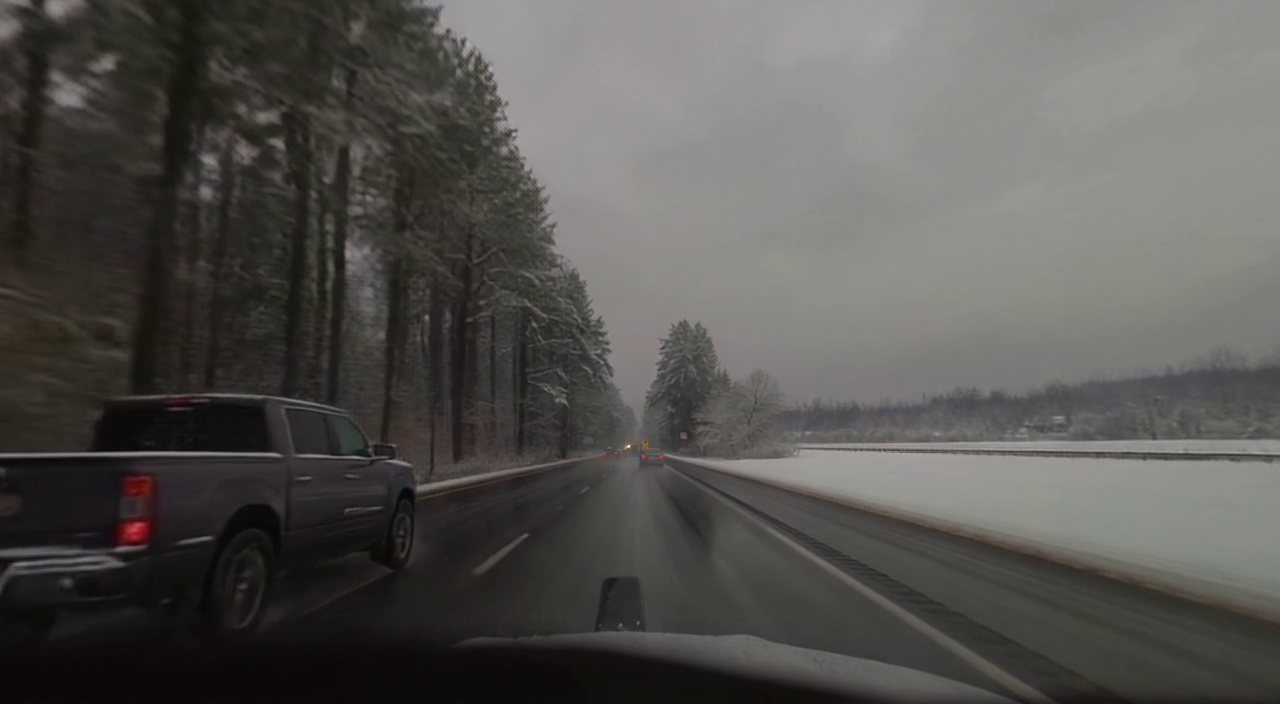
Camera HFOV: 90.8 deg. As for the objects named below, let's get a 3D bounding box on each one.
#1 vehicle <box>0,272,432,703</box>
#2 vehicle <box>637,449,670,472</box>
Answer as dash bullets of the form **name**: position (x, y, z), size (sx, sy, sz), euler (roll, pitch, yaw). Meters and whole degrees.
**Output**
- **vehicle**: position (-3.648, 1.062, 4.799), size (2.418, 2.049, 4.930), euler (0, -9, 0)
- **vehicle**: position (0.879, 7.367, 43.079), size (2.046, 1.452, 4.407), euler (0, -9, -1)
